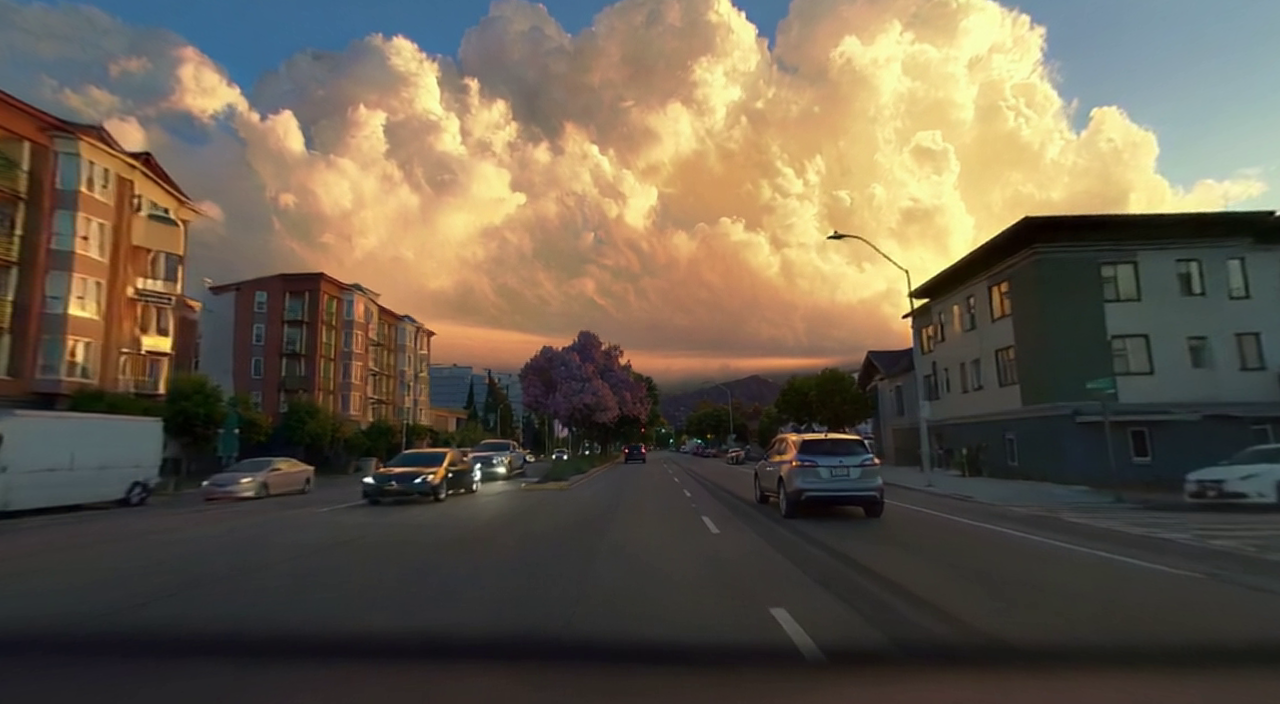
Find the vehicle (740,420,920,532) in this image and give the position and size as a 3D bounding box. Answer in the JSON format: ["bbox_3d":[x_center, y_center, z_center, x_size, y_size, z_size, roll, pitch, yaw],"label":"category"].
[{"bbox_3d":[3.365,2.290,12.291,2.071,1.747,4.549,0,-8,0],"label":"vehicle"}]

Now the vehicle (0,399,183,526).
[{"bbox_3d":[-16.142,2.903,16.870,2.449,2.924,6.859,0,-8,1],"label":"vehicle"}]

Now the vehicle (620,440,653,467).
[{"bbox_3d":[-0.239,7.405,46.167,2.244,1.813,4.129,0,-8,0],"label":"vehicle"}]

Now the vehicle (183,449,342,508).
[{"bbox_3d":[-11.353,3.780,19.435,1.932,1.521,4.738,0,-8,1],"label":"vehicle"}]

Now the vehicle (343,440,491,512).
[{"bbox_3d":[-5.592,3.119,16.546,2.012,1.501,4.626,-2,-7,3],"label":"vehicle"}]
